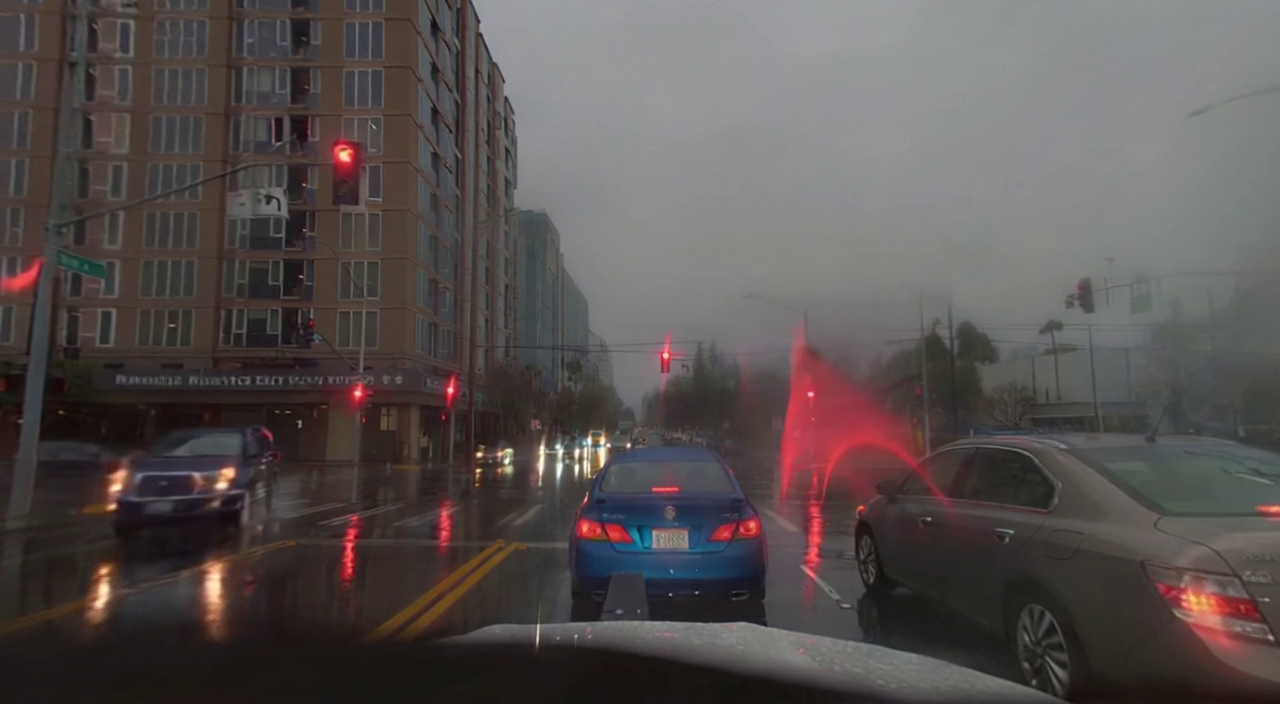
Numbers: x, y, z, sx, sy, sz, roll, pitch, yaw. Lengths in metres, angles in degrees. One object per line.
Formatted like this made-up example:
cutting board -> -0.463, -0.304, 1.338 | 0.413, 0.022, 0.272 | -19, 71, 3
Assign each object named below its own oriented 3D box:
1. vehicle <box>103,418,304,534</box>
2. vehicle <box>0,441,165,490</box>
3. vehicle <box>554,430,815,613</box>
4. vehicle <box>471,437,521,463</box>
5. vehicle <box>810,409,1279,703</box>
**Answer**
vehicle -> -8.940, 2.523, 13.655 | 2.338, 1.889, 5.998 | 4, -9, -23
vehicle -> -19.626, 3.912, 21.850 | 4.688, 1.612, 1.938 | 0, -8, 2
vehicle -> 0.277, 1.686, 7.245 | 2.132, 1.464, 4.089 | 0, -8, -3
vehicle -> -9.518, 6.532, 41.971 | 2.030, 1.596, 3.912 | -1, -8, 7
vehicle -> 2.820, 1.287, 4.568 | 1.961, 1.498, 4.356 | 0, -8, 0
